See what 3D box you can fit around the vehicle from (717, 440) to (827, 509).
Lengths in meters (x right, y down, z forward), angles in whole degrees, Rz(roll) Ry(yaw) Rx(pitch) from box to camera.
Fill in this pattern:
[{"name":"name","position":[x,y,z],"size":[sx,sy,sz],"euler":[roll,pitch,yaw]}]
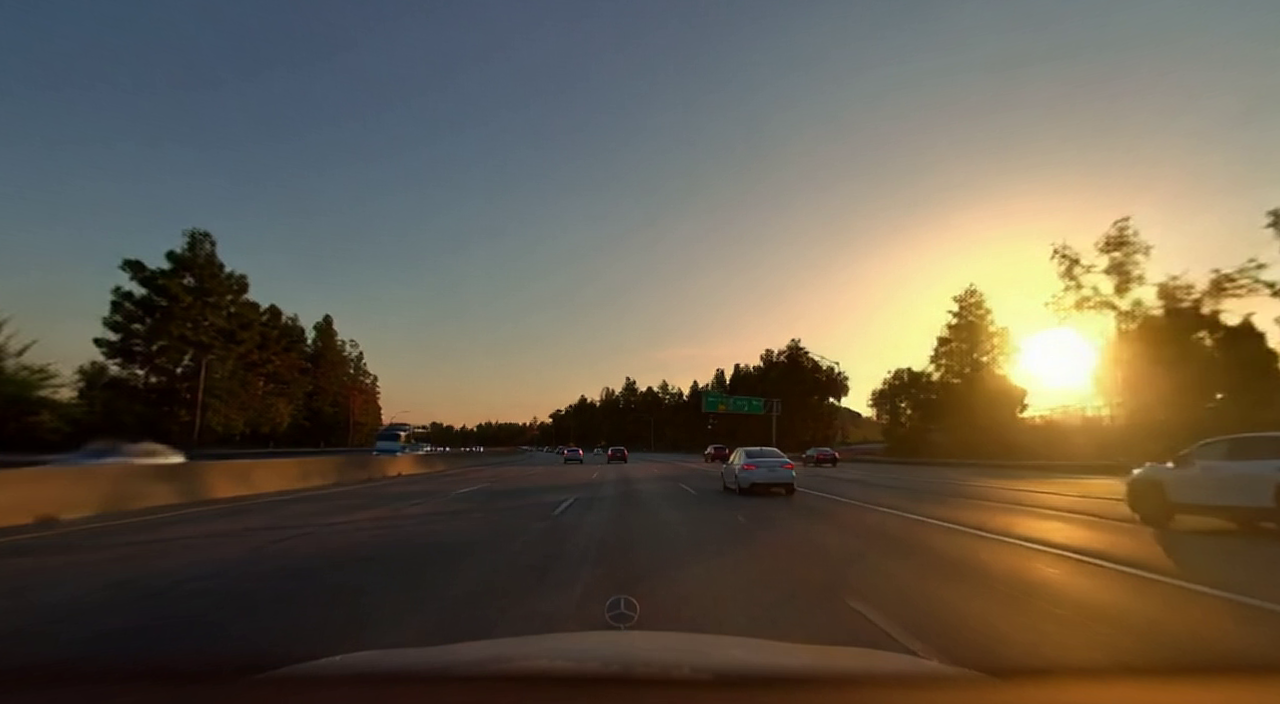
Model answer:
[{"name":"vehicle","position":[3.297,3.157,16.579],"size":[1.975,1.562,3.823],"euler":[0,-9,-1]}]

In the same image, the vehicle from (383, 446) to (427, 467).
[{"name":"vehicle","position":[-18.072,8.053,48.670],"size":[1.861,1.545,4.299],"euler":[1,-9,-2]}]

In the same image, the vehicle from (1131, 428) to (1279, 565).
[{"name":"vehicle","position":[8.685,1.713,7.402],"size":[1.909,1.634,4.739],"euler":[0,-9,-1]}]

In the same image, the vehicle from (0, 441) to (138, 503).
[{"name":"vehicle","position":[-16.840,3.309,17.646],"size":[1.921,1.515,4.417],"euler":[0,-9,-1]}]
